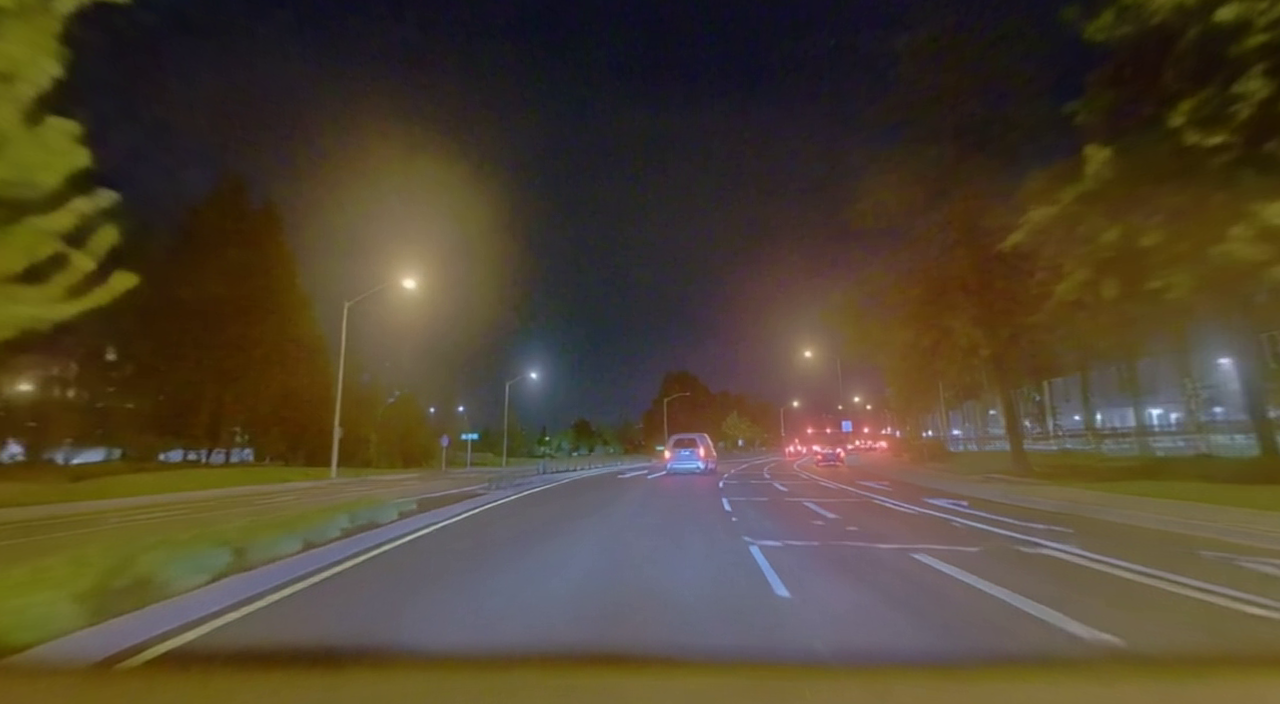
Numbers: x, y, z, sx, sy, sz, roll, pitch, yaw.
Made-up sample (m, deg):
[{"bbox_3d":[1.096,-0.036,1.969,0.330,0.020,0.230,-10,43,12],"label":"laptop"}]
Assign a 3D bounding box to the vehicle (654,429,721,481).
[{"bbox_3d":[2.138,4.291,26.409,2.371,1.926,5.615,-2,-9,9],"label":"vehicle"}]
